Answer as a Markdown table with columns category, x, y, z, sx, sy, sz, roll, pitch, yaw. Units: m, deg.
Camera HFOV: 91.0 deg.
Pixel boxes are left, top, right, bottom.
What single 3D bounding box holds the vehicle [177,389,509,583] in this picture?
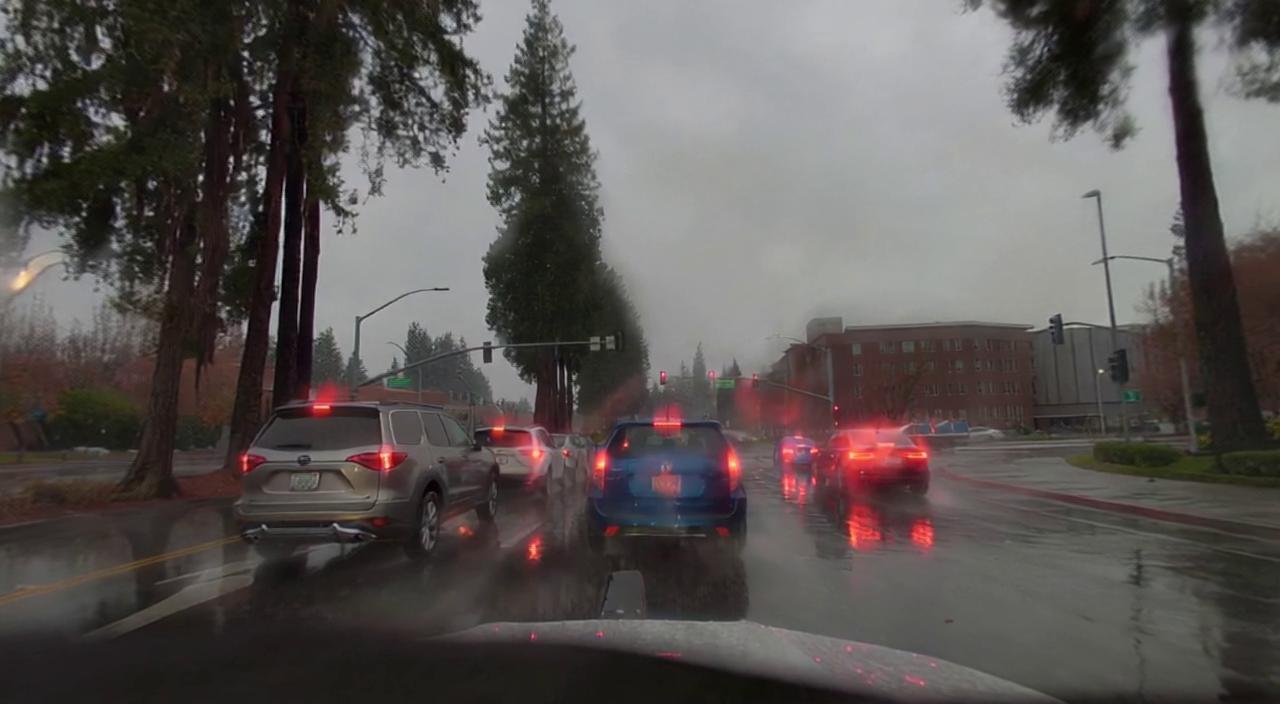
| category | x | y | z | sx | sy | sz | roll | pitch | yaw |
| --- | --- | --- | --- | --- | --- | --- | --- | --- | --- |
| vehicle | -3.255 | 1.581 | 8.169 | 2.085 | 1.812 | 4.388 | 0 | -8 | 1 |

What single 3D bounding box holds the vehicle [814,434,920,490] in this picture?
| category | x | y | z | sx | sy | sz | roll | pitch | yaw |
| --- | --- | --- | --- | --- | --- | --- | --- | --- | --- |
| vehicle | 7.116 | 3.484 | 20.260 | 2.067 | 1.599 | 4.251 | -1 | -8 | 4 |

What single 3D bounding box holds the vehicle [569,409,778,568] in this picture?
| category | x | y | z | sx | sy | sz | roll | pitch | yaw |
| --- | --- | --- | --- | --- | --- | --- | --- | --- | --- |
| vehicle | 0.375 | 1.747 | 8.772 | 2.189 | 1.649 | 4.171 | 0 | -8 | 1 |
